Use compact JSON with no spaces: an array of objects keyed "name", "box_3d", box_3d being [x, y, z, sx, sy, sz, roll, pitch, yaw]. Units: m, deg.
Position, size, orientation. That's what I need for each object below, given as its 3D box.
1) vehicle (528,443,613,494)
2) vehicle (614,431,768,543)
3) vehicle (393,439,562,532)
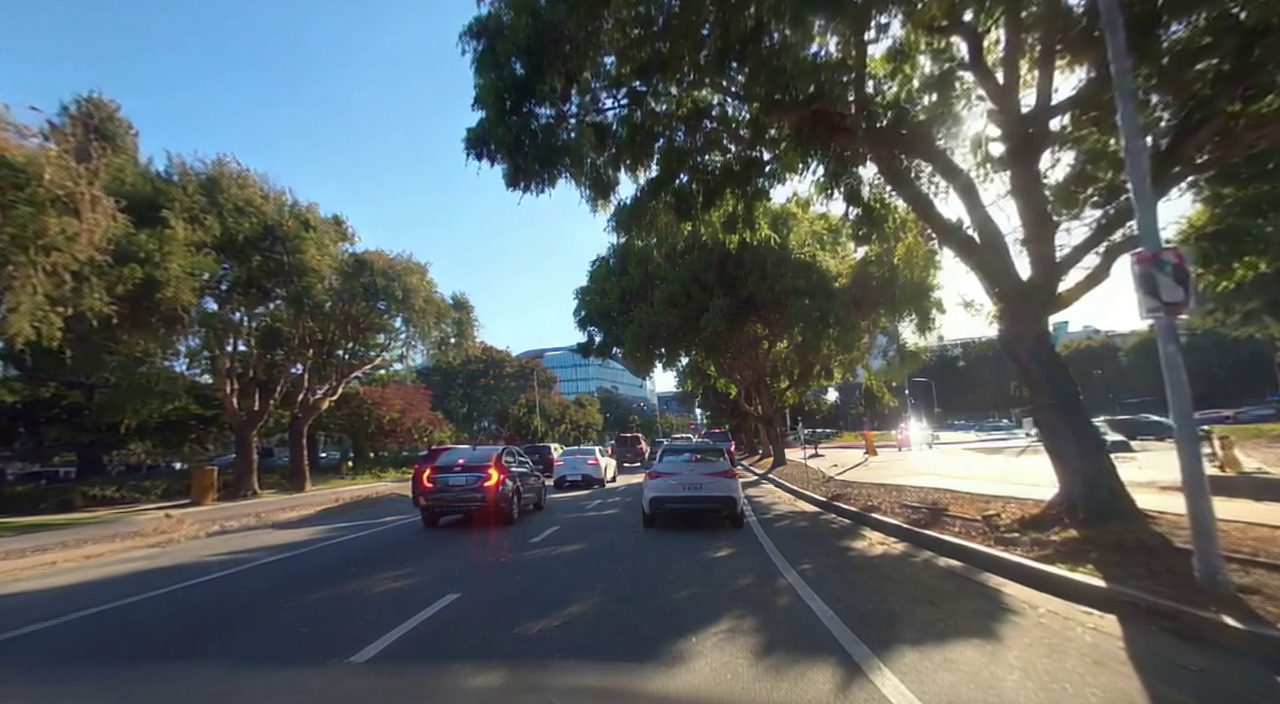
[{"name":"vehicle","box_3d":[-2.166,3.766,20.780,1.870,1.490,4.187,-1,-9,7]},{"name":"vehicle","box_3d":[0.775,2.201,10.888,2.142,1.528,4.133,0,-9,2]},{"name":"vehicle","box_3d":[-2.950,2.522,12.540,1.940,1.502,4.241,-1,-9,5]}]
